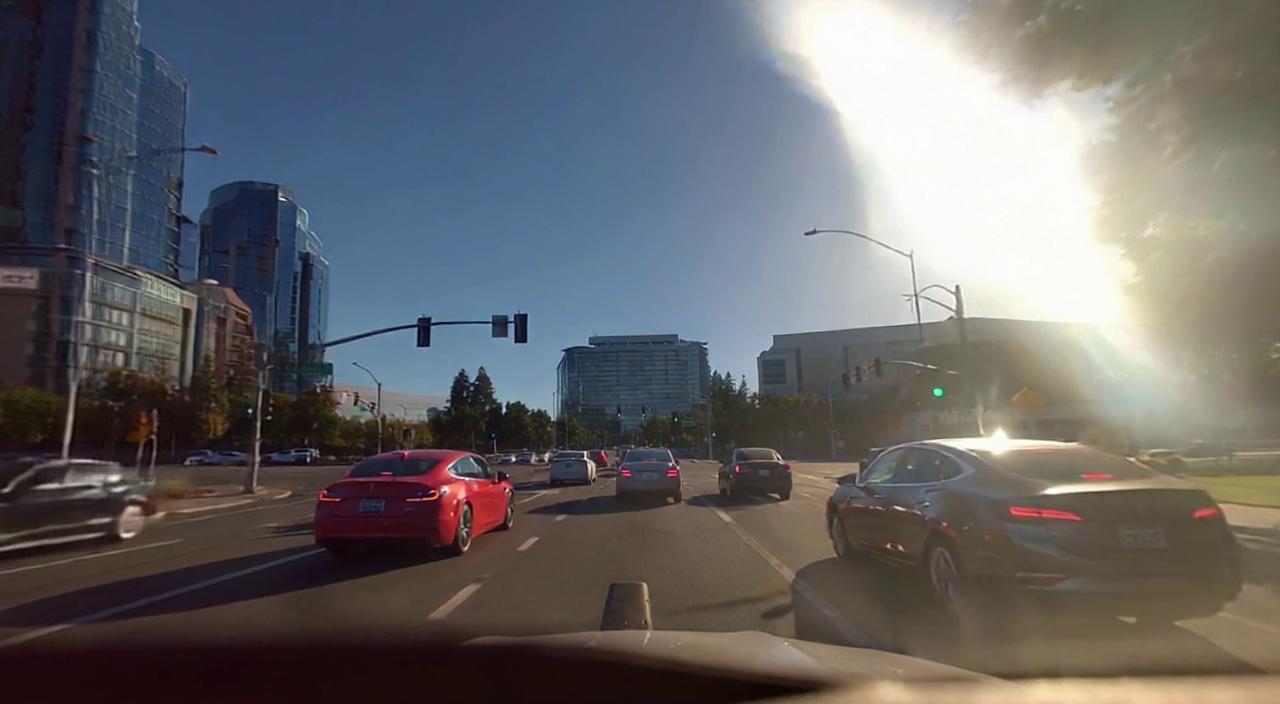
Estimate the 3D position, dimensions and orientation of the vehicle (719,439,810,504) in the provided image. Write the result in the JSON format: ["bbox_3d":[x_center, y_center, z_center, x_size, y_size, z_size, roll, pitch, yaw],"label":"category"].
[{"bbox_3d":[3.607,3.536,19.055,1.938,1.732,4.006,0,-9,0],"label":"vehicle"}]

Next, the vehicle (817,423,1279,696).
[{"bbox_3d":[3.337,1.521,5.942,1.951,1.522,4.614,0,-9,0],"label":"vehicle"}]

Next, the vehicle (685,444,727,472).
[{"bbox_3d":[4.085,6.640,39.705,2.138,1.624,4.417,0,-9,-1],"label":"vehicle"}]

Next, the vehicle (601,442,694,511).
[{"bbox_3d":[0.127,3.224,16.784,2.144,1.563,4.218,0,-9,-1],"label":"vehicle"}]

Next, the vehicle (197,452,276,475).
[{"bbox_3d":[-30.209,8.374,47.276,4.427,1.629,2.213,-1,-9,2],"label":"vehicle"}]

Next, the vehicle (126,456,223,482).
[{"bbox_3d":[-29.676,7.444,40.238,4.551,1.533,2.070,-1,-9,2],"label":"vehicle"}]

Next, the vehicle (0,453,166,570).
[{"bbox_3d":[-9.898,2.380,9.665,2.033,1.575,4.357,-1,-8,-3],"label":"vehicle"}]

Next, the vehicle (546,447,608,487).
[{"bbox_3d":[-2.591,4.833,26.794,2.089,1.537,4.073,-1,-9,2],"label":"vehicle"}]

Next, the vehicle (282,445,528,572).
[{"bbox_3d":[-3.180,2.188,9.705,2.015,1.478,4.407,-1,-9,1],"label":"vehicle"}]
